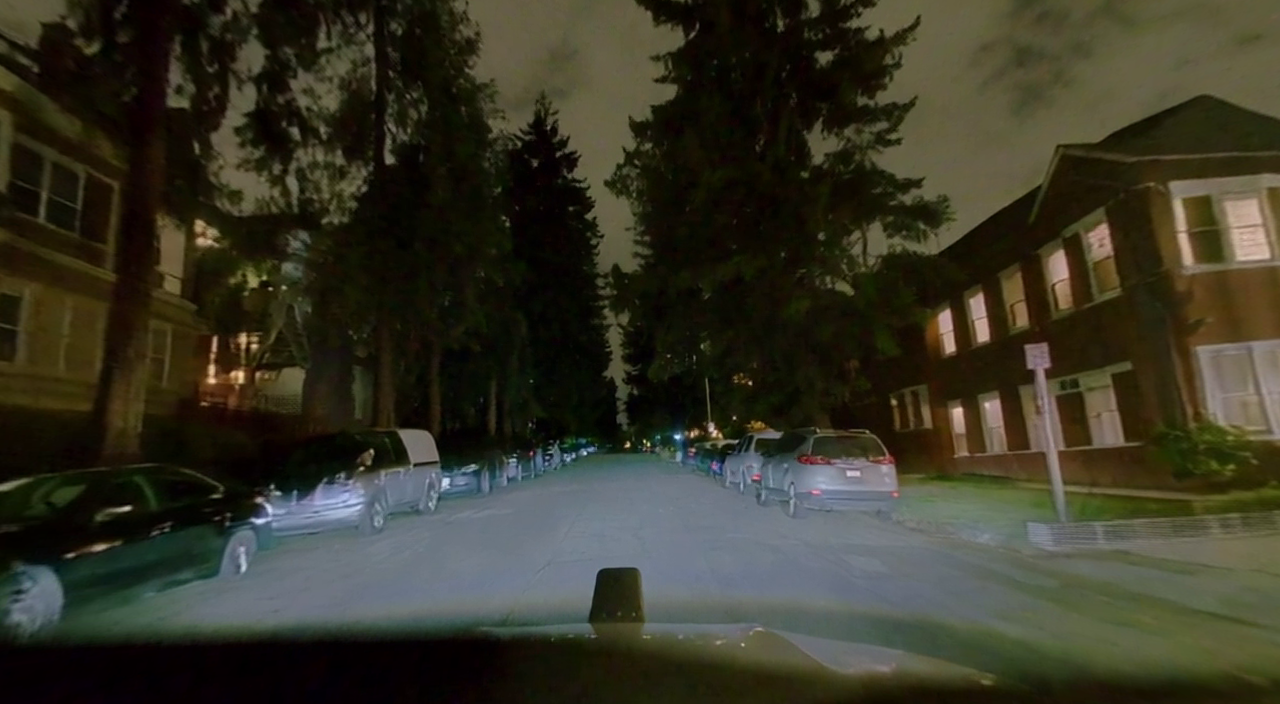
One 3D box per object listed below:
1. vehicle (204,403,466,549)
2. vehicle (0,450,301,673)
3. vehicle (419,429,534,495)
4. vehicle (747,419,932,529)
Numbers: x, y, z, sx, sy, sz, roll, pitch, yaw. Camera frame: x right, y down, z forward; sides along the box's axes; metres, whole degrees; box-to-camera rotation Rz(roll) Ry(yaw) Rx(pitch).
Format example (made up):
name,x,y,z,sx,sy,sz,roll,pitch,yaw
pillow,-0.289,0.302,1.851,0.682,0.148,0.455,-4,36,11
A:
name,x,y,z,sx,sy,sz,roll,pitch,yaw
vehicle,-5.229,2.217,12.051,2.390,2.123,5.371,0,-8,-1
vehicle,-5.269,1.650,5.756,1.858,1.456,4.587,0,-8,-1
vehicle,-5.279,3.655,21.430,2.683,1.923,5.421,0,-8,-3
vehicle,3.522,2.257,12.284,1.994,1.710,4.699,0,-8,-1
